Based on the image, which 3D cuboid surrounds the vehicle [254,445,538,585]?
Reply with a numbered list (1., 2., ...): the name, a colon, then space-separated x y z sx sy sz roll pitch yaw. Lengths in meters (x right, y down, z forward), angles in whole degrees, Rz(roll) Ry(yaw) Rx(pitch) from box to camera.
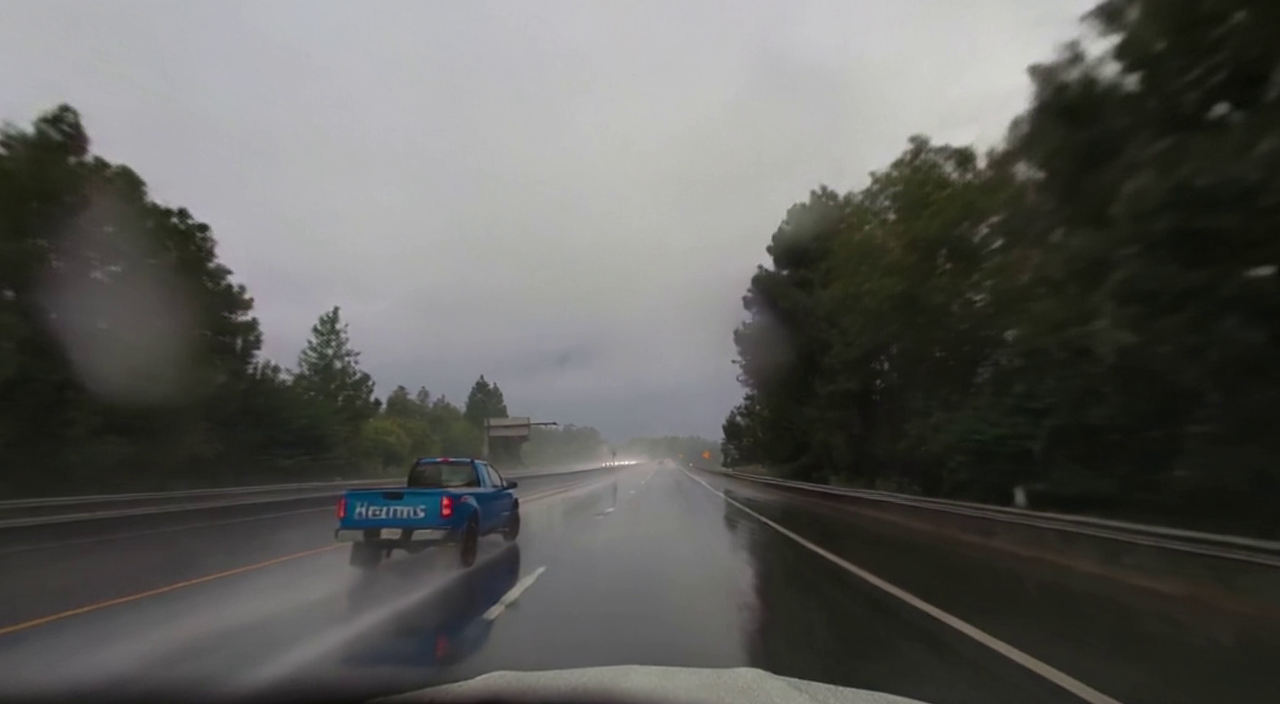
1. vehicle: -3.123 2.259 9.551 2.135 1.506 5.041 0 -10 2
